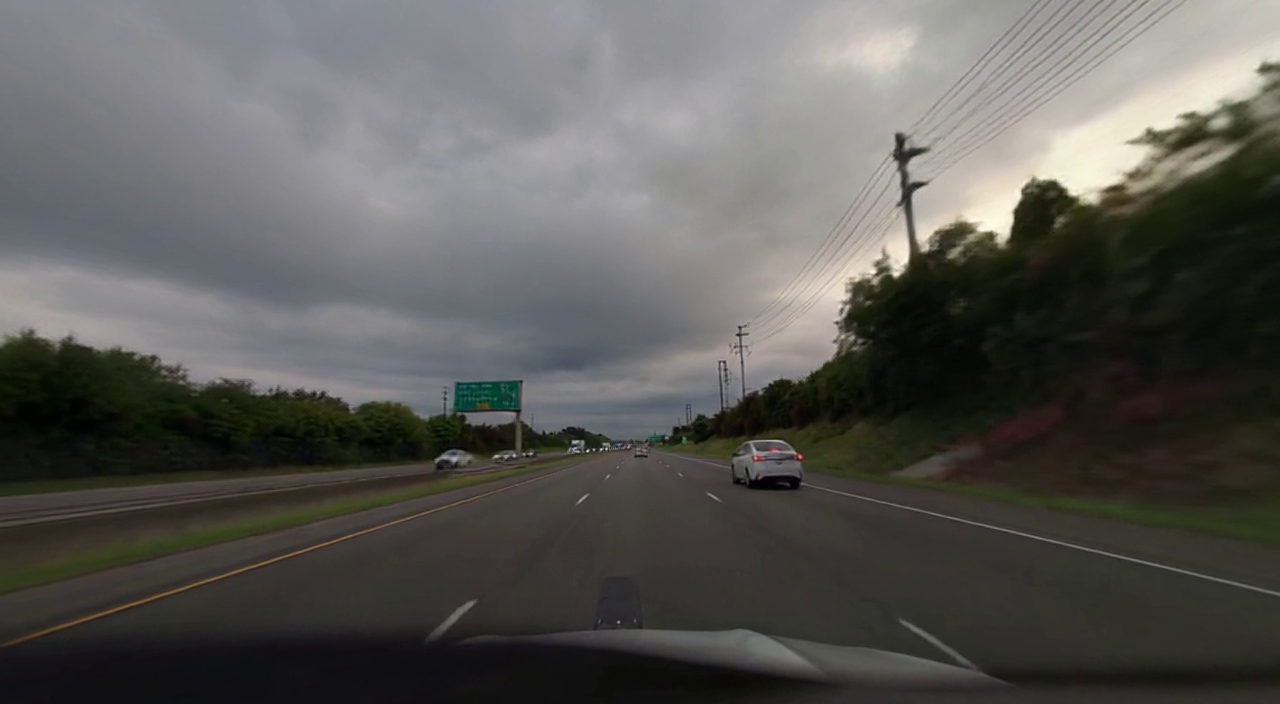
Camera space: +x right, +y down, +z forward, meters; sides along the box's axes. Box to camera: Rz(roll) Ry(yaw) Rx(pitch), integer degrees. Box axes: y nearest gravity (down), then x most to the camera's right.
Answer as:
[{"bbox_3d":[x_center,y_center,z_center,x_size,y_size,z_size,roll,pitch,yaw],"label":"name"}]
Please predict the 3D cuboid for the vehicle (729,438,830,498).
[{"bbox_3d":[4.036,3.431,18.902,2.054,1.565,4.089,0,-9,-1],"label":"vehicle"}]
